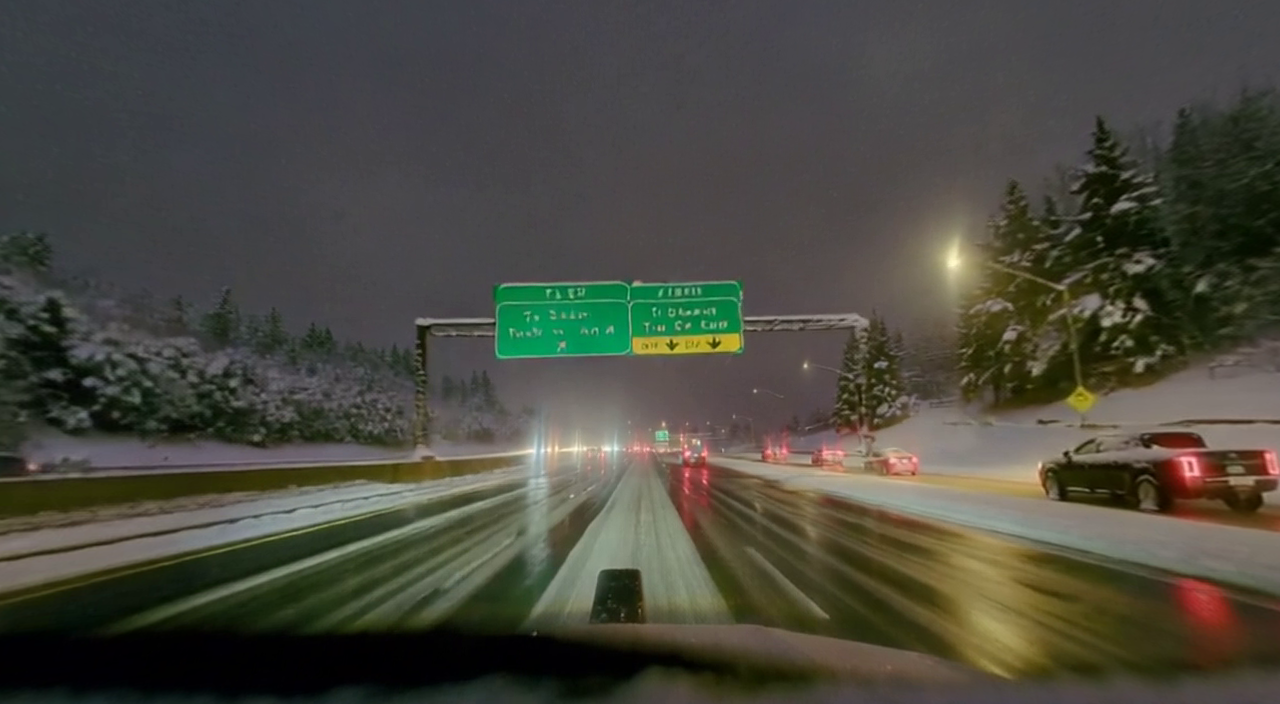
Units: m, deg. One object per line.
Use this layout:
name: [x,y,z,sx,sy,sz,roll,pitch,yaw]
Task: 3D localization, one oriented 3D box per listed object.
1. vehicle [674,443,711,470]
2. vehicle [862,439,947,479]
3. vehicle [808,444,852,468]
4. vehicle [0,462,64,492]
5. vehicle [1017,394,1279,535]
vehicle: [3.605,7.318,44.211,2.147,1.794,4.538,0,-9,0]
vehicle: [12.686,5.168,30.622,2.116,1.754,4.727,0,-9,1]
vehicle: [14.184,7.777,47.213,2.020,1.707,4.424,0,-9,1]
vehicle: [-41.740,8.353,42.391,2.278,1.859,3.848,1,-9,-5]
vehicle: [10.810,2.240,12.881,2.442,2.140,6.462,0,-9,3]
